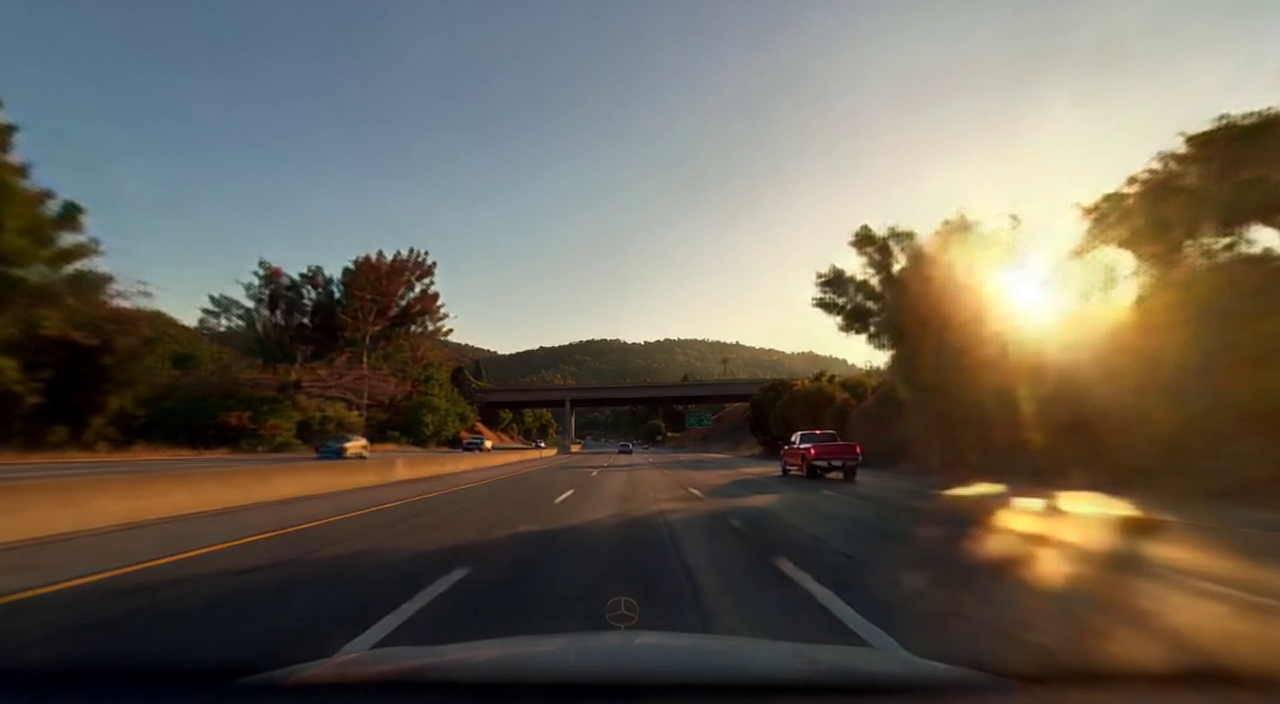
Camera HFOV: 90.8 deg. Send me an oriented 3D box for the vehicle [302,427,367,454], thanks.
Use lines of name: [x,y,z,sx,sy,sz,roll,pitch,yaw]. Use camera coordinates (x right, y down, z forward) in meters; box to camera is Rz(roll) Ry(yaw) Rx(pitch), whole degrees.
vehicle: [-19.937,5.848,41.472,1.945,1.626,4.742,-1,-9,0]

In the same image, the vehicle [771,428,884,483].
vehicle: [6.907,3.920,24.252,2.395,1.819,6.086,0,-9,-1]
